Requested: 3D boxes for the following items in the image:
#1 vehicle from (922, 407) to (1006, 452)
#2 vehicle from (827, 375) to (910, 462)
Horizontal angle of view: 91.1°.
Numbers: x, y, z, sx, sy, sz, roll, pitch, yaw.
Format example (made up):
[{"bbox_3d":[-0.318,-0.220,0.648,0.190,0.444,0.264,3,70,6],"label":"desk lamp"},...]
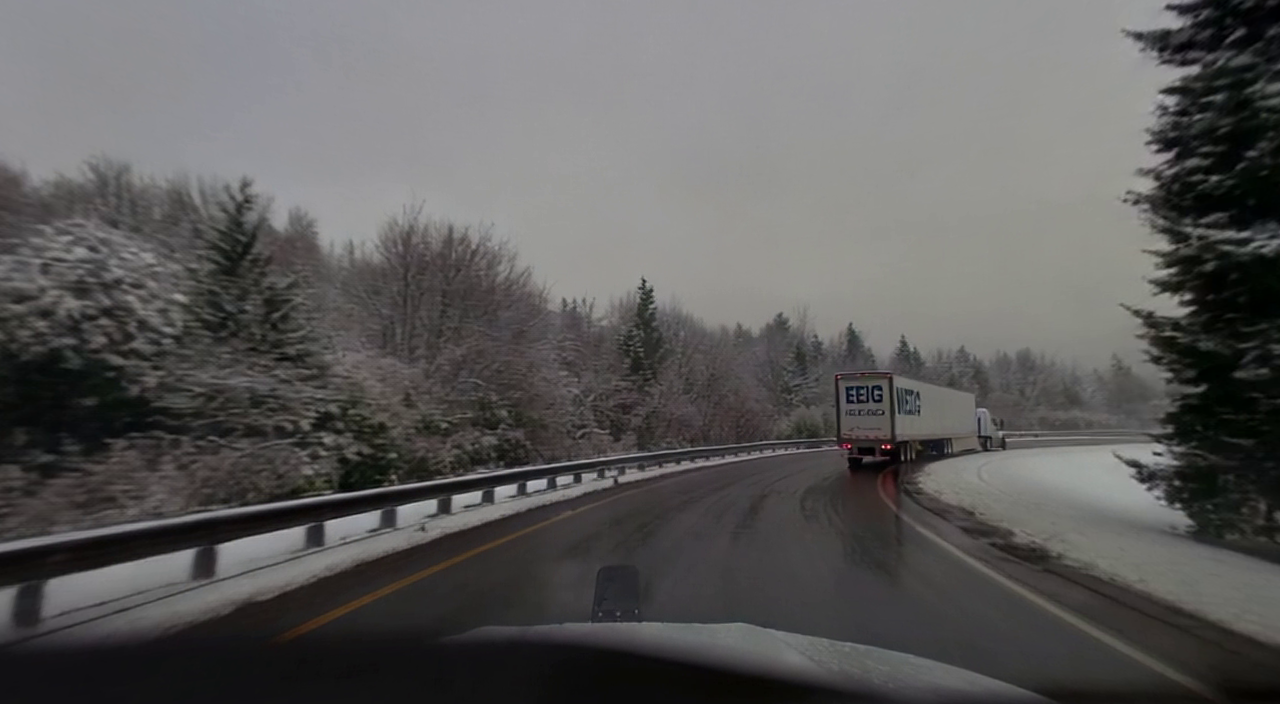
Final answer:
[{"bbox_3d":[19.890,4.758,38.397,6.650,2.524,2.120,7,-10,-41],"label":"vehicle"},{"bbox_3d":[10.817,3.178,29.650,2.963,3.771,3.137,-4,-9,30],"label":"vehicle"}]
